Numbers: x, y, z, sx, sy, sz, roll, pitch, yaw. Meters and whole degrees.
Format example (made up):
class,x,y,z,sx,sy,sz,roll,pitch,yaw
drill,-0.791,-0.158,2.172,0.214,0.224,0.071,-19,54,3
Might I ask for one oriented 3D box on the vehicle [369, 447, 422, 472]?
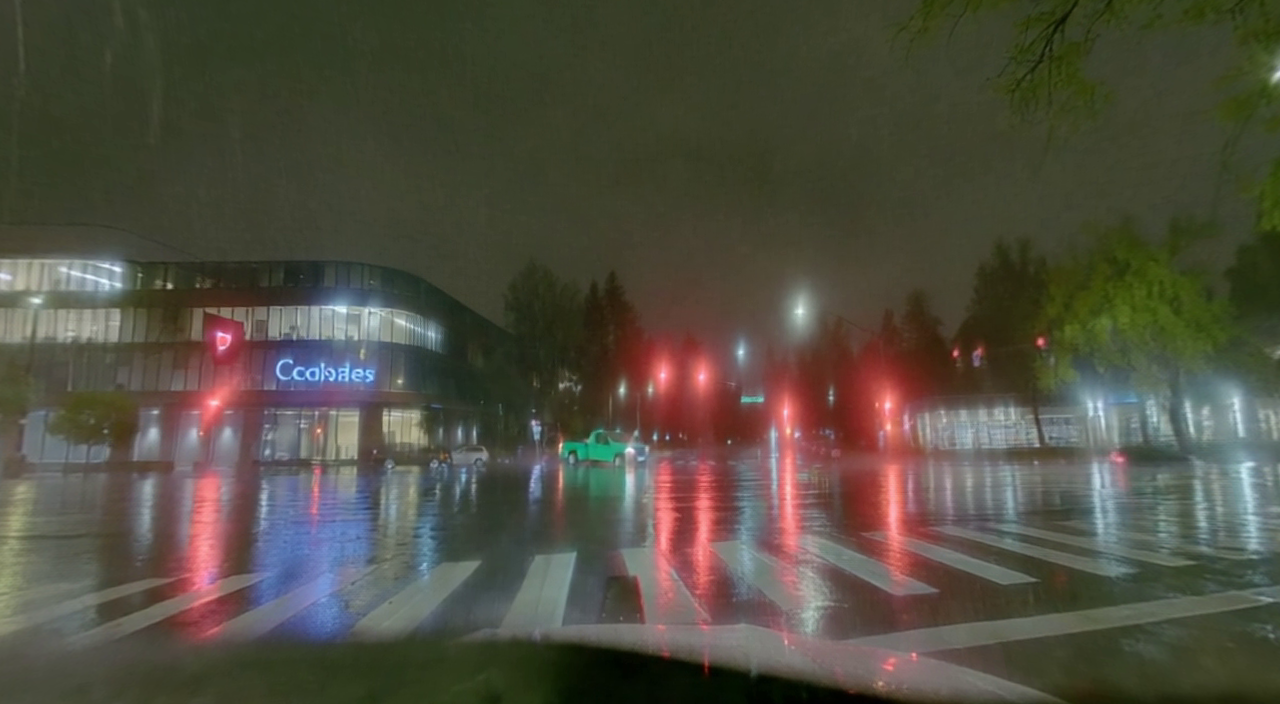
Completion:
class,x,y,z,sx,sy,sz,roll,pitch,yaw
vehicle,-16.245,7.139,42.242,1.883,1.586,4.297,0,-9,-1

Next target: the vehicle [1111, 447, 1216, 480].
class,x,y,z,sx,sy,sz,roll,pitch,yaw
vehicle,25.846,5.463,31.175,4.658,1.478,1.946,4,-9,-24

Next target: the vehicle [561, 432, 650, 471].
class,x,y,z,sx,sy,sz,roll,pitch,yaw
vehicle,-1.979,5.342,34.122,2.289,1.927,5.667,5,-10,-32

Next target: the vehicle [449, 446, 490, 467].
class,x,y,z,sx,sy,sz,roll,pitch,yaw
vehicle,-12.619,7.762,47.093,1.946,1.474,4.008,0,-9,0

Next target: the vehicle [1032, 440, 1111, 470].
class,x,y,z,sx,sy,sz,roll,pitch,yaw
vehicle,26.349,6.265,38.553,4.541,1.731,2.007,5,-10,-28
